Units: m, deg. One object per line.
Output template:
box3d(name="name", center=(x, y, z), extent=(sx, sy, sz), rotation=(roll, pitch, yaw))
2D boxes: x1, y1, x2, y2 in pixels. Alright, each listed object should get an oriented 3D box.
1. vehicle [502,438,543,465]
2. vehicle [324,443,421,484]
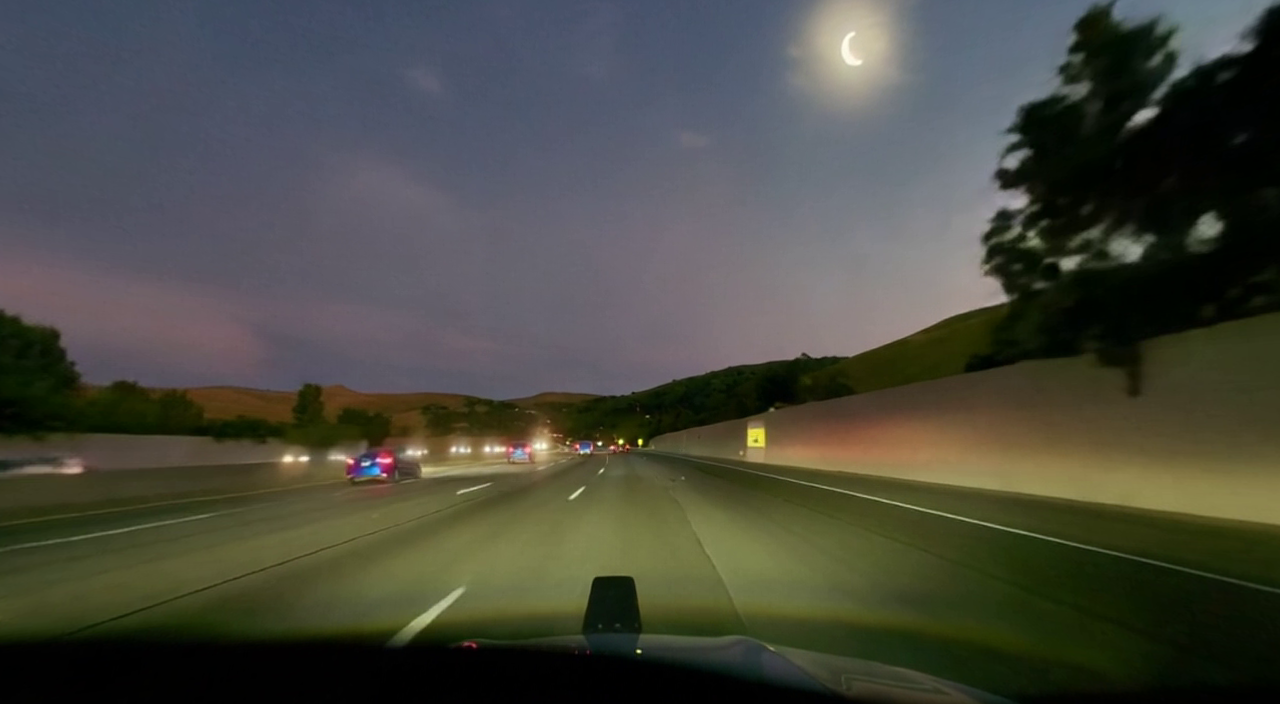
box3d(name="vehicle", center=(-8.156, 6.960, 44.241), extent=(2.074, 1.768, 4.805), rotation=(0, -8, -2))
box3d(name="vehicle", center=(-10.667, 4.452, 25.652), extent=(1.949, 1.475, 4.740), rotation=(0, -8, -1))
